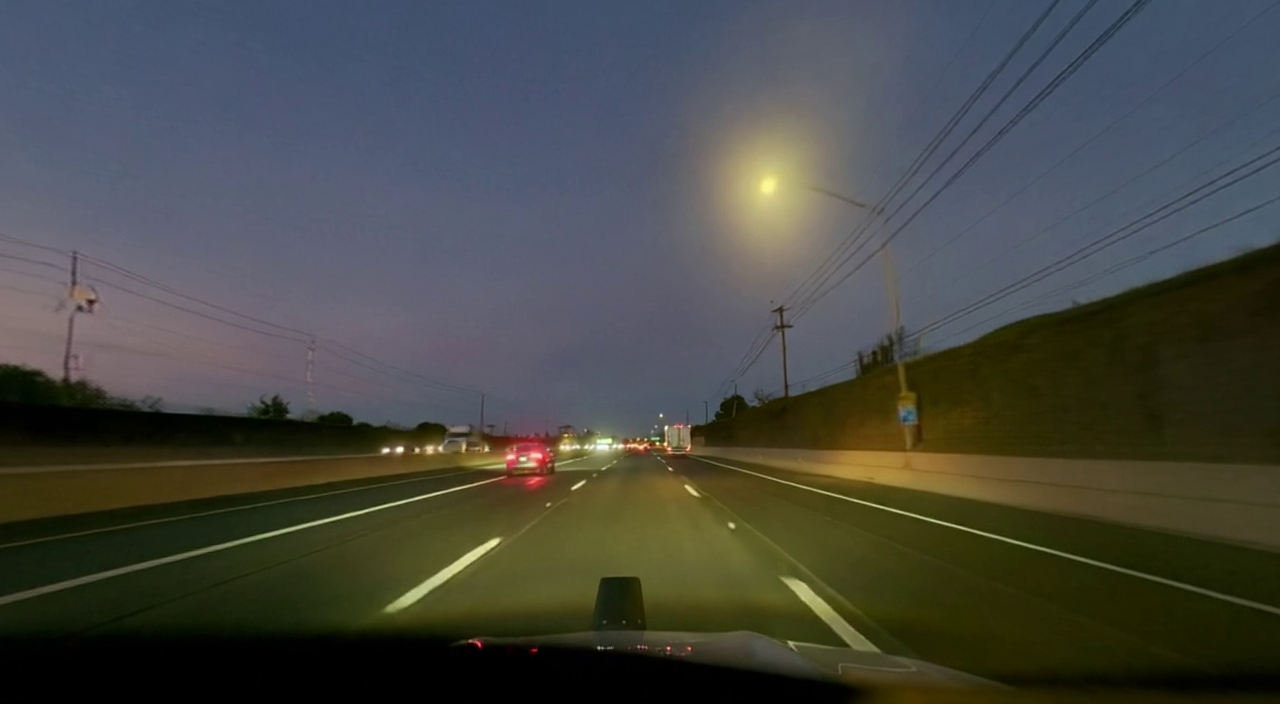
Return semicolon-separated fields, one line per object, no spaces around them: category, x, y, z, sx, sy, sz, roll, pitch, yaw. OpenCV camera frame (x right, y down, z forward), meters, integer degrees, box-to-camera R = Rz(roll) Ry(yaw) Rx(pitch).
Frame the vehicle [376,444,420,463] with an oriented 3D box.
vehicle;-19.105;8.011;49.906;1.784;1.465;4.274;0;-8;0

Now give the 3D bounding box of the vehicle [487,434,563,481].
vehicle;-4.393;4.111;24.837;2.064;1.642;4.389;0;-8;1
